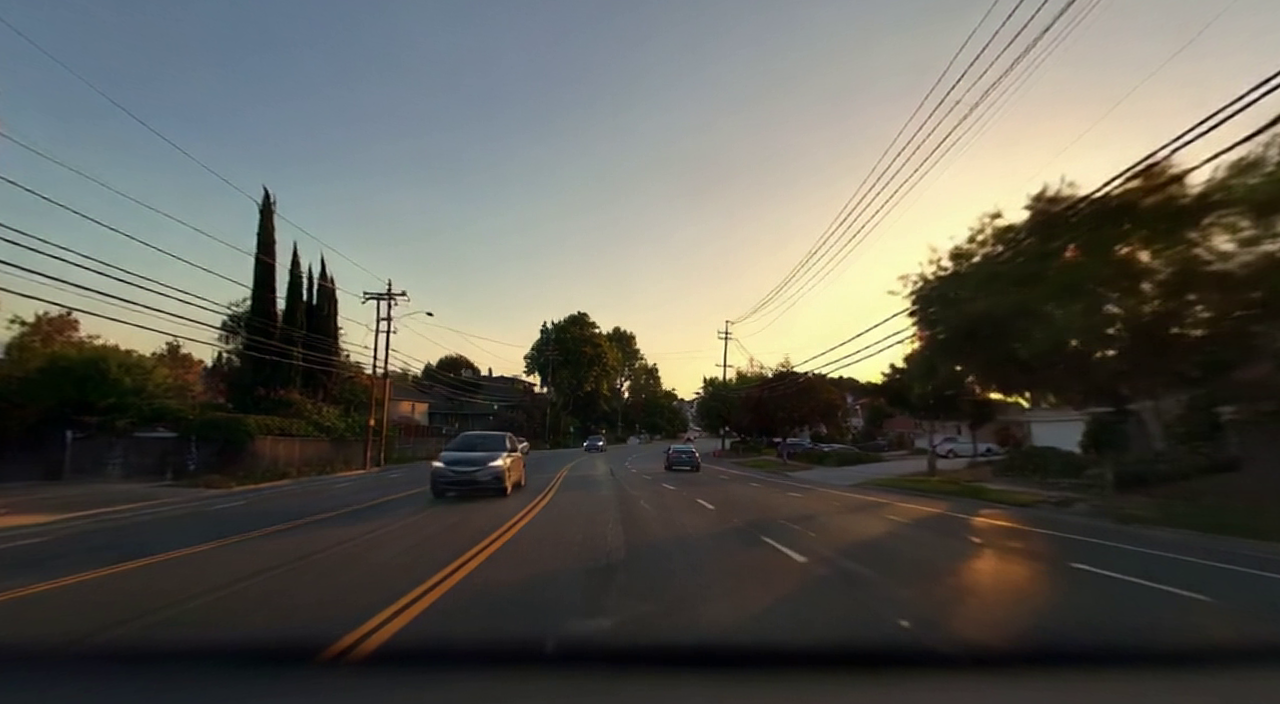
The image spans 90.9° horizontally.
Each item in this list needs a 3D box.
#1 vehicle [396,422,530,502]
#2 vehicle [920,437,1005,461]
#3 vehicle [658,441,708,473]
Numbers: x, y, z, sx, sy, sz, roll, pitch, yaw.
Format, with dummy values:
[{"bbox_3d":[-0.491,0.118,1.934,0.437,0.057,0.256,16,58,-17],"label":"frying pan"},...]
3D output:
[{"bbox_3d":[-4.345,2.798,16.383,2.205,1.769,4.589,0,-9,-1],"label":"vehicle"},{"bbox_3d":[20.560,6.189,40.268,4.444,1.479,1.913,0,-7,-5],"label":"vehicle"},{"bbox_3d":[2.079,5.241,31.703,1.982,1.451,4.152,0,-9,-4],"label":"vehicle"}]
